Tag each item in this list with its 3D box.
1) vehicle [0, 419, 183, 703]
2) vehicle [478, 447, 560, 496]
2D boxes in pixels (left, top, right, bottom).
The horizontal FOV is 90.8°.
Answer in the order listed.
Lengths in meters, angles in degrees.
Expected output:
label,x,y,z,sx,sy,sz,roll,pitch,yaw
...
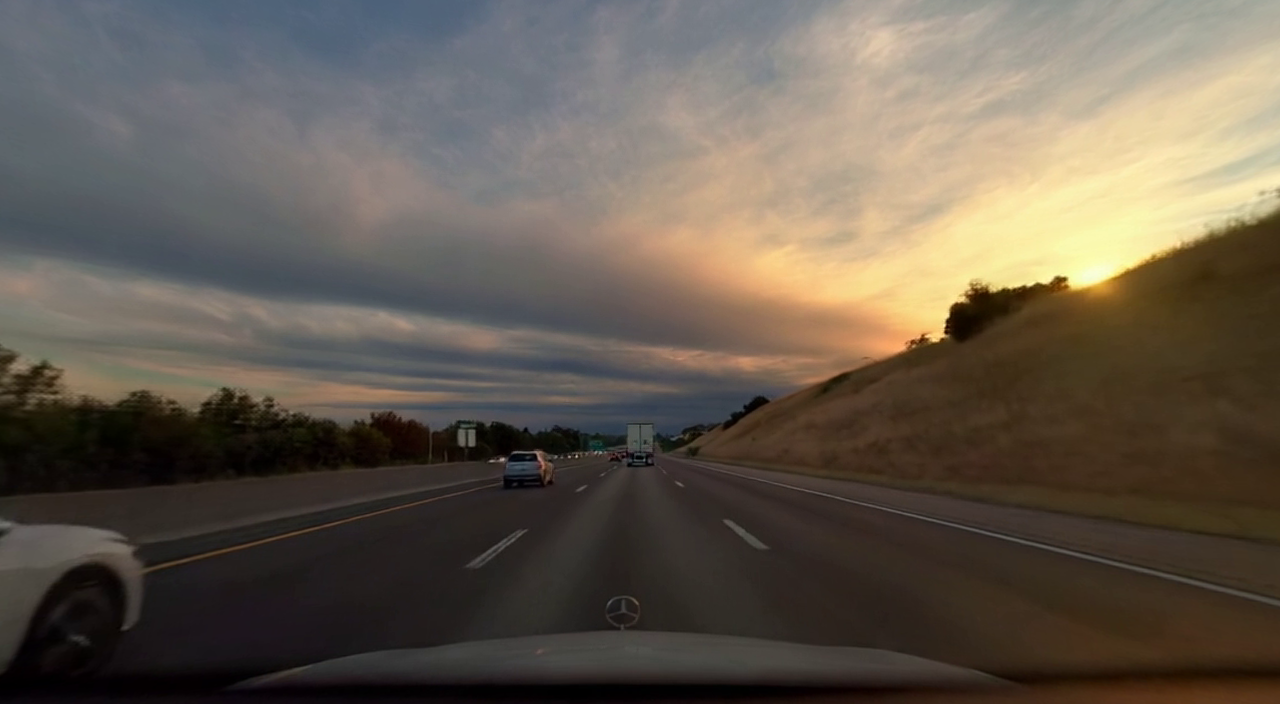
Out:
label,x,y,z,sx,sy,sz,roll,pitch,yaw
vehicle,-3.916,0.852,1.513,2.053,1.489,4.740,0,-9,1
vehicle,-4.154,4.158,22.365,2.051,1.537,4.111,0,-9,0
